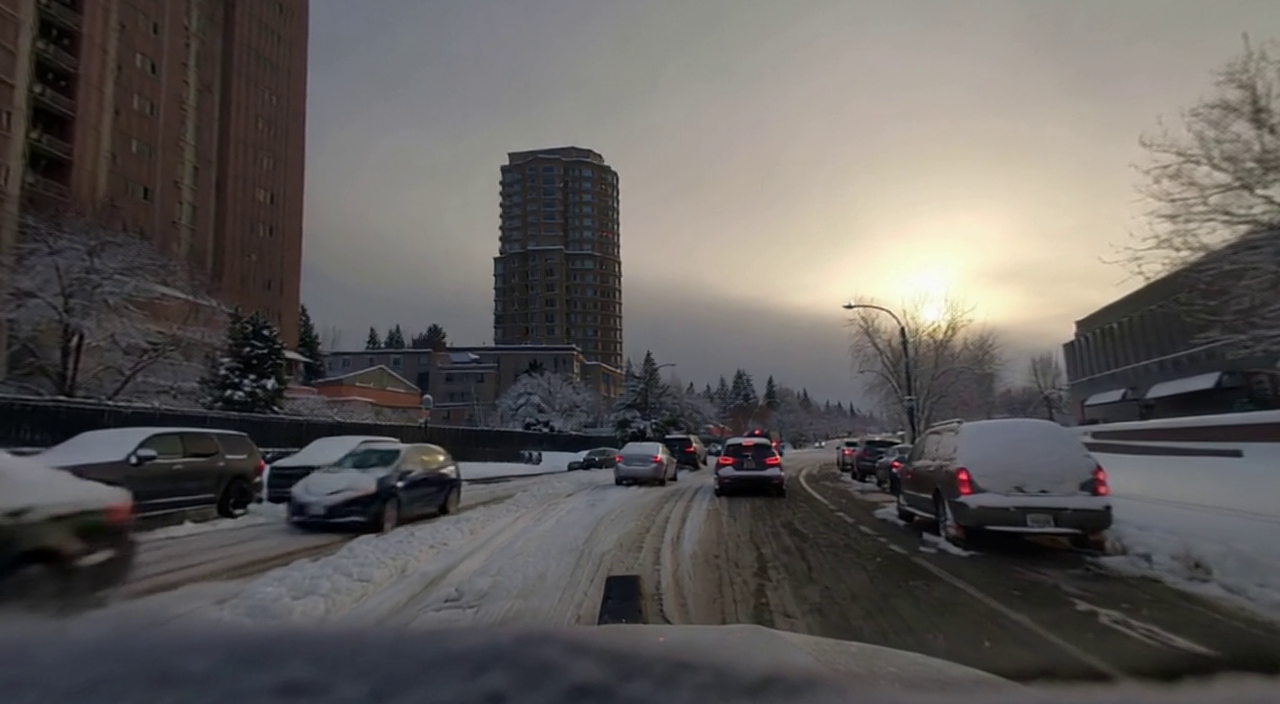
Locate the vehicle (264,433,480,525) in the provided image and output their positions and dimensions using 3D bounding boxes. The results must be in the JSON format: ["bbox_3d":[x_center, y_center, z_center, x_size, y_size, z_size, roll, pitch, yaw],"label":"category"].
[{"bbox_3d":[-5.261,2.515,13.190,2.086,1.565,4.281,-1,-8,10],"label":"vehicle"}]

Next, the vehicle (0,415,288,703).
[{"bbox_3d":[-4.124,1.047,3.022,2.028,1.478,4.682,0,-8,2],"label":"vehicle"}]

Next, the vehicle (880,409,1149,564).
[{"bbox_3d":[5.264,1.901,9.749,2.088,1.775,4.454,-2,-8,11],"label":"vehicle"}]

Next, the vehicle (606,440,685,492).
[{"bbox_3d":[0.270,3.517,19.833,2.031,1.461,3.763,-1,-8,8],"label":"vehicle"}]

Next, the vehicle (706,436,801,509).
[{"bbox_3d":[2.762,2.866,15.550,1.982,1.510,4.144,-1,-8,9],"label":"vehicle"}]
